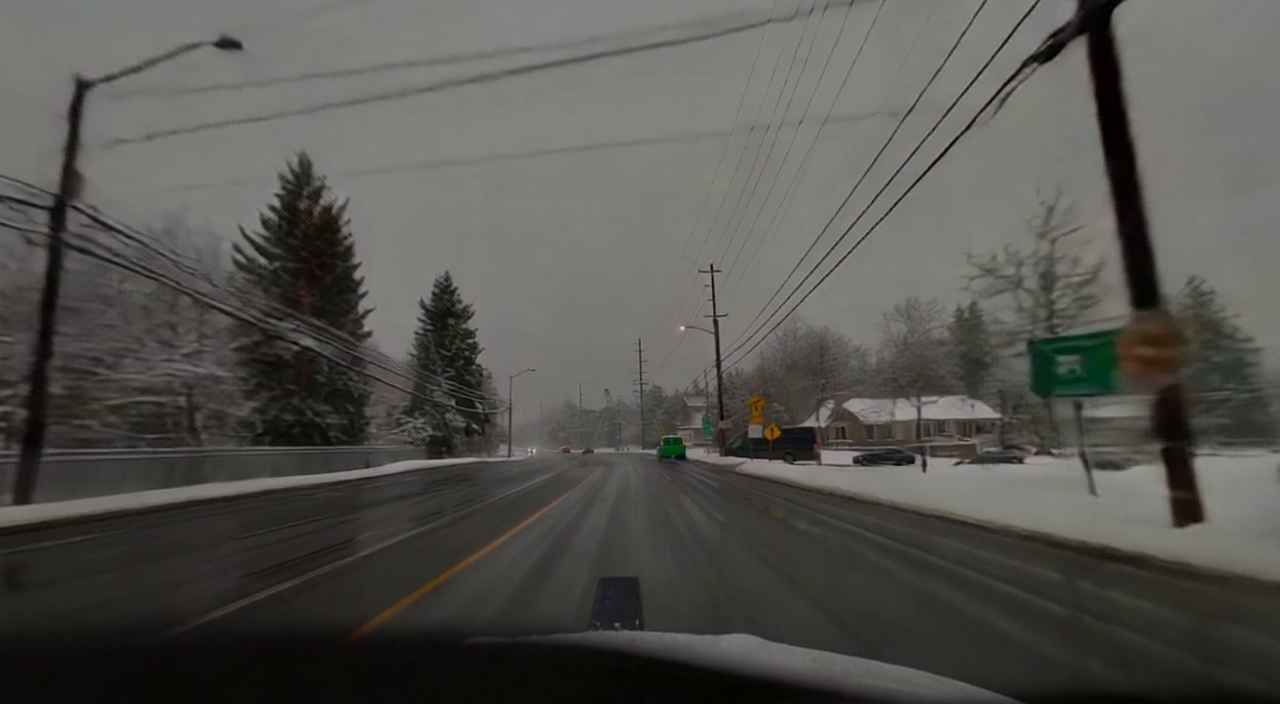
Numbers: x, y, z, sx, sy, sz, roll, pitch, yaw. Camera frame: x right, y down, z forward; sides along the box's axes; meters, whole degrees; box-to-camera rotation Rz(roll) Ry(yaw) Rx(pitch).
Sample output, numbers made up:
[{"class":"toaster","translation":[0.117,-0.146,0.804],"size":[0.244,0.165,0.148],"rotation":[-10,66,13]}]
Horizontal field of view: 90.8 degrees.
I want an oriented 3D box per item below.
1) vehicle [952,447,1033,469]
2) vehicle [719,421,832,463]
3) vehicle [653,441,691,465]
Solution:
[{"class":"vehicle","translation":[24.312,7.339,43.689],"size":[4.462,1.449,1.877],"rotation":[0,-8,-2]},{"class":"vehicle","translation":[10.374,7.014,48.764],"size":[7.877,3.013,2.916],"rotation":[-5,-11,30]},{"class":"vehicle","translation":[2.022,6.567,41.133],"size":[2.015,1.467,4.117],"rotation":[1,-8,-4]}]
